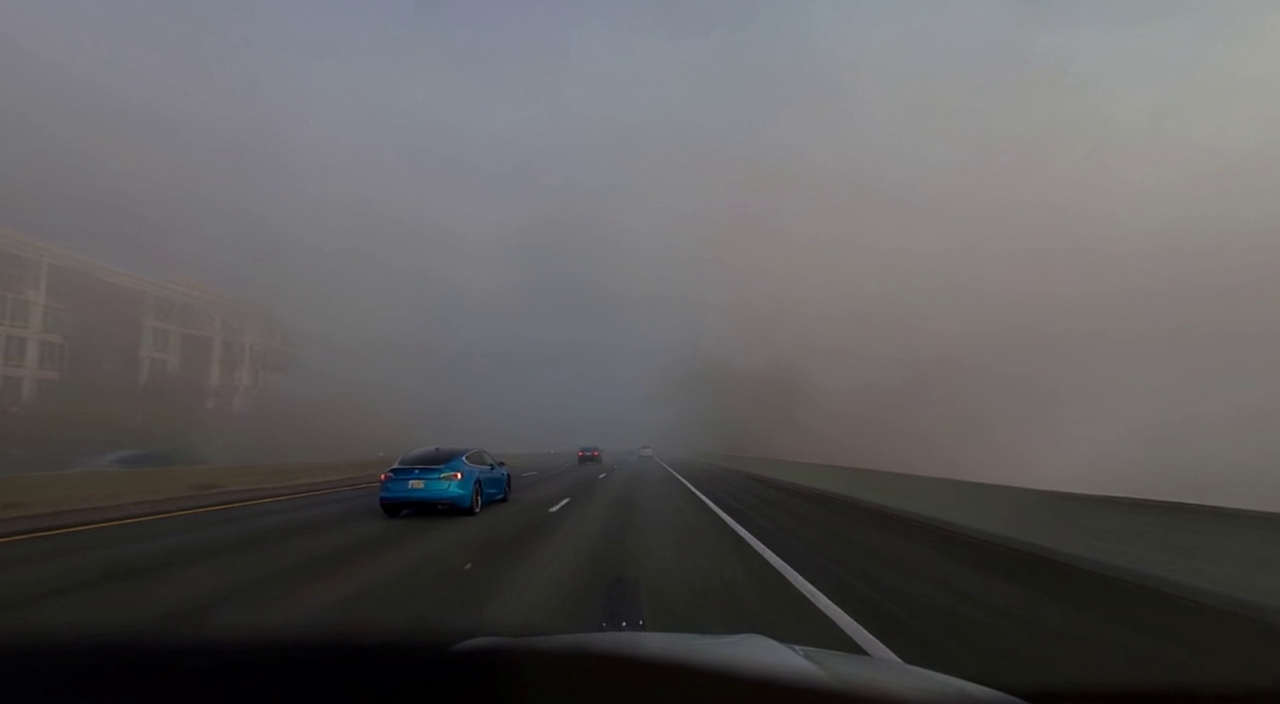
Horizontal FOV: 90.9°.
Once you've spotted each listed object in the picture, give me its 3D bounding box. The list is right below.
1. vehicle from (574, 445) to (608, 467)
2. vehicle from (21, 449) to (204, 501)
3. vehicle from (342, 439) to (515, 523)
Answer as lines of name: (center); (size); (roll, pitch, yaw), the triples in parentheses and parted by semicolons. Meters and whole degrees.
vehicle: (-3.330, 7.163, 43.732); (1.926, 1.464, 4.186); (0, -8, 1)
vehicle: (-17.083, 3.950, 20.827); (1.937, 1.470, 4.729); (0, -8, 0)
vehicle: (-4.178, 2.603, 13.370); (2.083, 1.471, 4.350); (0, -8, 1)
